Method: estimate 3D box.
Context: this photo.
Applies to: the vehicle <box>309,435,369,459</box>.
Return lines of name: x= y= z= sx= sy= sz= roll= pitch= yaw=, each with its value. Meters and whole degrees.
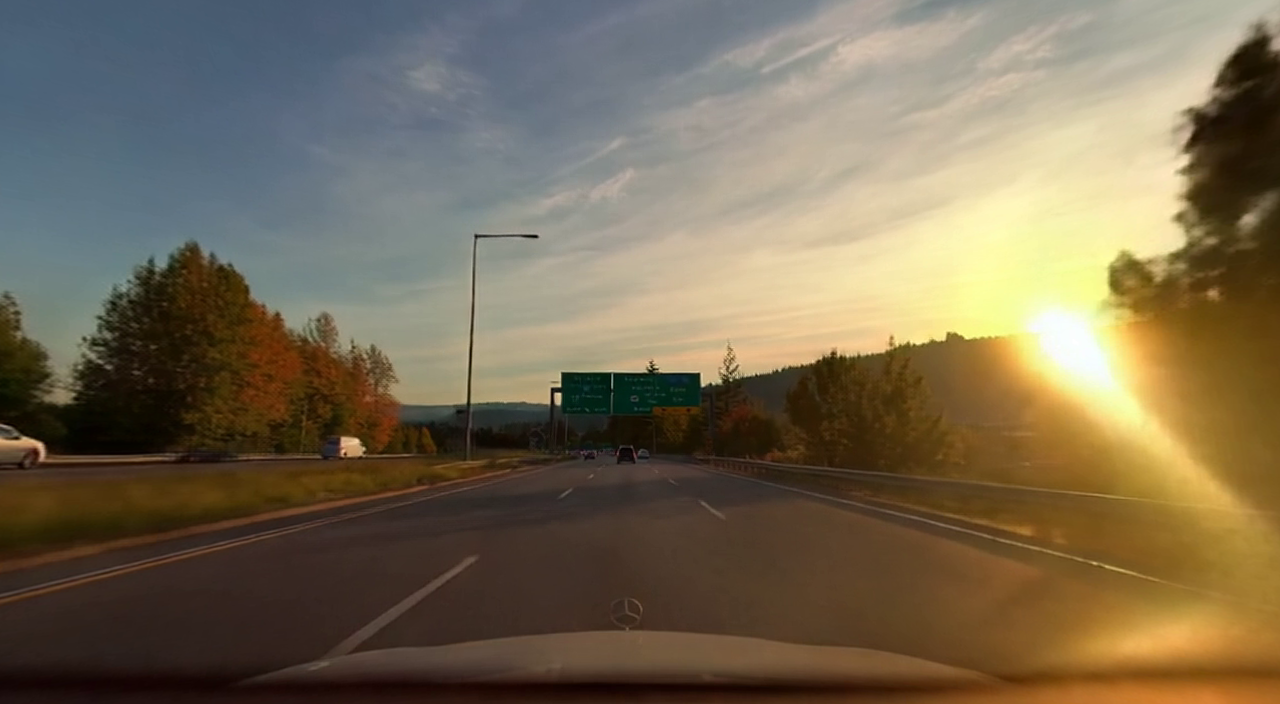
vehicle: x=-19.714 y=6.286 z=41.523 sx=1.901 sy=1.465 sz=4.173 roll=0 pitch=-9 yaw=0
